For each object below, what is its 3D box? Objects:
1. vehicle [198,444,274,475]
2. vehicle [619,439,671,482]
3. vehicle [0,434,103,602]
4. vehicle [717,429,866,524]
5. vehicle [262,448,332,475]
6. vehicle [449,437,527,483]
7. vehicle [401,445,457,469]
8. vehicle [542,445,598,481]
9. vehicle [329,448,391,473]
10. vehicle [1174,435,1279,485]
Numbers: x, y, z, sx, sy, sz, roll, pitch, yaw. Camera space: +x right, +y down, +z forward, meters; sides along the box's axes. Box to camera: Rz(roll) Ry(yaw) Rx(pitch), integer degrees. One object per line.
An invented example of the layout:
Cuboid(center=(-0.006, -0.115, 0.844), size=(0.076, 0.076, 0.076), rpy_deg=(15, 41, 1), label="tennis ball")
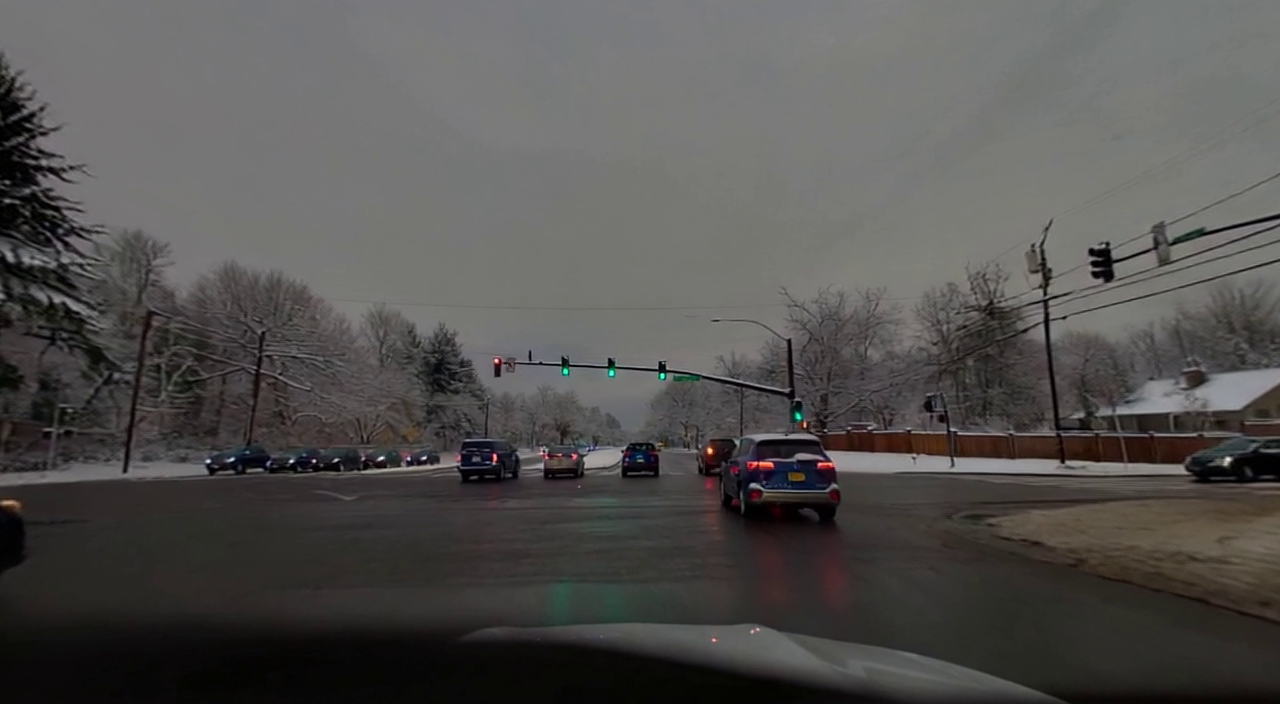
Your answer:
Cuboid(center=(-24.835, 6.607, 39.031), size=(1.889, 1.814, 4.086), rpy_deg=(0, -9, 1), label="vehicle")
Cuboid(center=(0.264, 4.684, 27.606), size=(2.111, 1.712, 4.078), rpy_deg=(0, -9, 1), label="vehicle")
Cuboid(center=(-6.635, 1.274, 4.284), size=(1.930, 1.468, 4.560), rpy_deg=(0, -9, 1), label="vehicle")
Cuboid(center=(2.946, 2.540, 13.440), size=(2.034, 1.655, 4.465), rpy_deg=(0, -9, 0), label="vehicle")
Cuboid(center=(-21.482, 6.860, 39.743), size=(1.891, 1.577, 4.238), rpy_deg=(-1, -9, 3), label="vehicle")
Cuboid(center=(-6.498, 4.682, 27.635), size=(2.116, 1.812, 4.609), rpy_deg=(0, -9, 2), label="vehicle")
Cuboid(center=(-14.826, 7.379, 44.654), size=(2.129, 1.554, 4.627), rpy_deg=(-2, -9, 3), label="vehicle")
Cuboid(center=(-3.042, 4.947, 28.469), size=(1.881, 1.466, 4.484), rpy_deg=(0, -9, 2), label="vehicle")
Cuboid(center=(-18.188, 7.035, 41.239), size=(1.994, 1.496, 4.211), rpy_deg=(0, -9, 2), label="vehicle")
Cuboid(center=(20.374, 3.426, 20.193), size=(4.830, 1.493, 1.930), rpy_deg=(0, -9, -1), label="vehicle")
